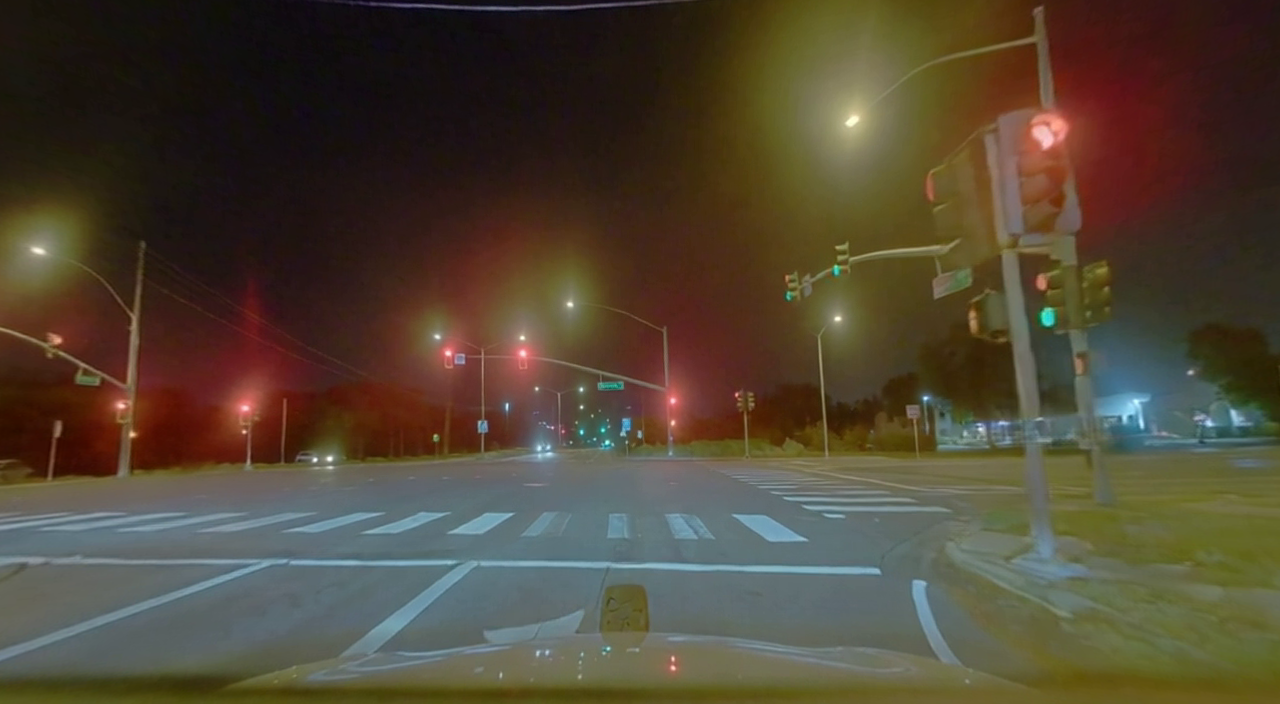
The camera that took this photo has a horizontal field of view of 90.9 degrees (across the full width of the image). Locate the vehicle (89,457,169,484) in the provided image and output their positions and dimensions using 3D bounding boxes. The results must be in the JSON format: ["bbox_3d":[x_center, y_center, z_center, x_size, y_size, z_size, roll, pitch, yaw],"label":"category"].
[{"bbox_3d":[-36.143,8.365,44.612,4.241,1.413,1.673,-3,-5,-1],"label":"vehicle"}]

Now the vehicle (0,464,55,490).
[{"bbox_3d":[-36.737,7.260,36.638,3.748,1.389,1.656,-1,-8,0],"label":"vehicle"}]
